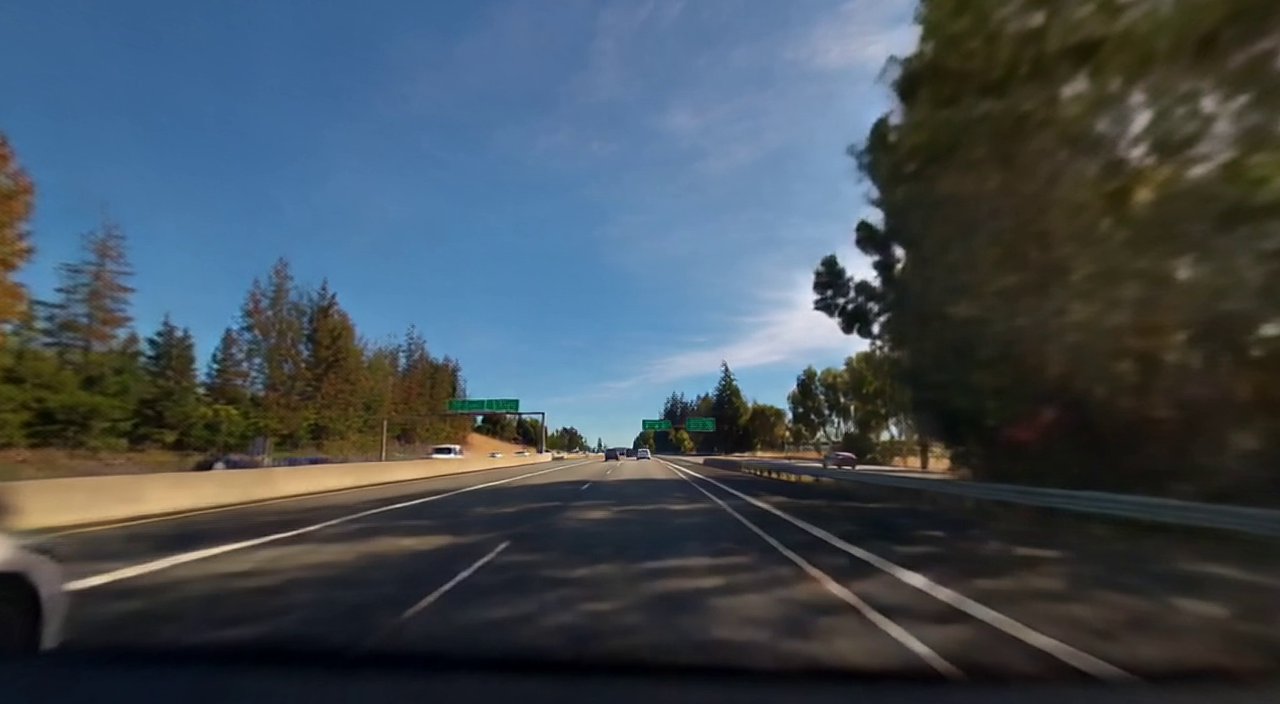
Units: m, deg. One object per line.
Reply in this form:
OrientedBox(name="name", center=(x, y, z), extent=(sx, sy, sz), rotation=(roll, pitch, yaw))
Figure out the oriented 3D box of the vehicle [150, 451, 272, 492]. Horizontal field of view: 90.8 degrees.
OrientedBox(name="vehicle", center=(-16.228, 4.494, 24.148), extent=(1.799, 1.408, 4.076), rotation=(0, -9, 0))
